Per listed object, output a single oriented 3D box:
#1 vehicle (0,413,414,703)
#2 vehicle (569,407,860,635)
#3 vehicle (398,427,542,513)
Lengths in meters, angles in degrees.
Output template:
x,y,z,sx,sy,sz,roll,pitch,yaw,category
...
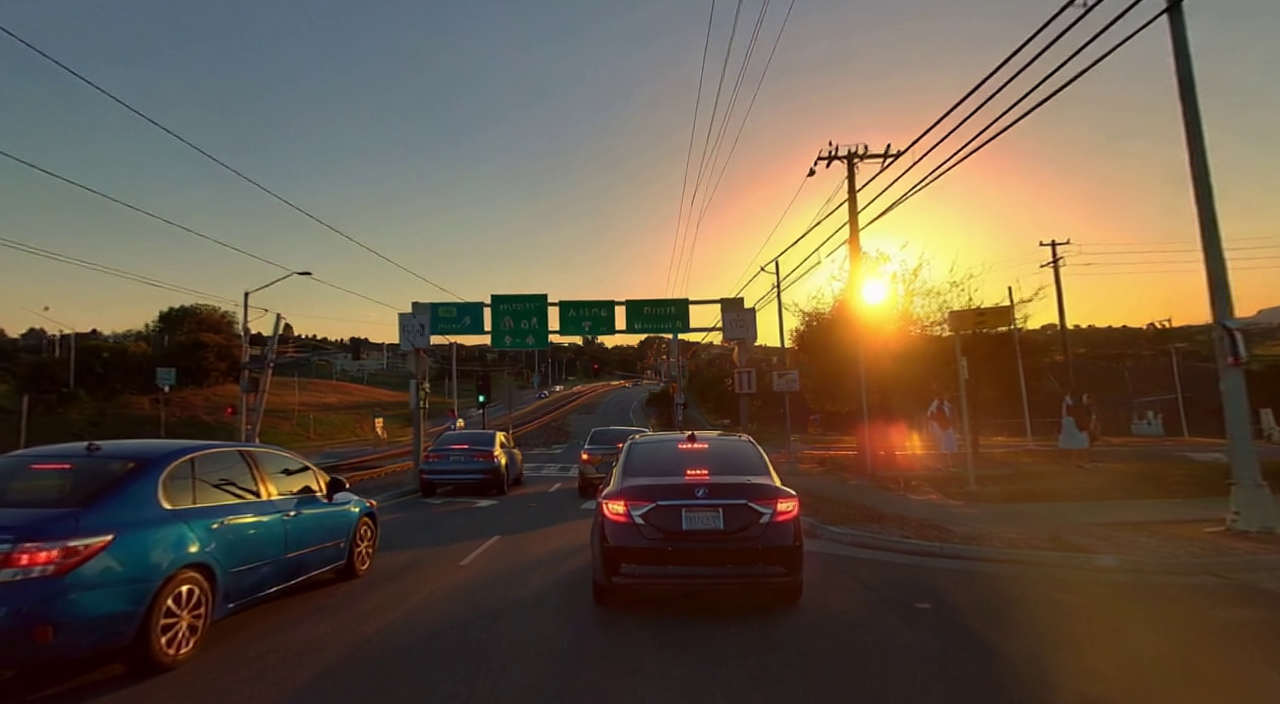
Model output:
x,y,z,sx,sy,sz,roll,pitch,yaw,category
-3.704,1.372,5.324,1.956,1.468,4.585,0,-9,-1,vehicle
0.415,1.451,6.373,1.998,1.529,3.960,0,-9,-3,vehicle
-3.333,2.406,13.304,1.984,1.505,4.047,0,-9,-2,vehicle
